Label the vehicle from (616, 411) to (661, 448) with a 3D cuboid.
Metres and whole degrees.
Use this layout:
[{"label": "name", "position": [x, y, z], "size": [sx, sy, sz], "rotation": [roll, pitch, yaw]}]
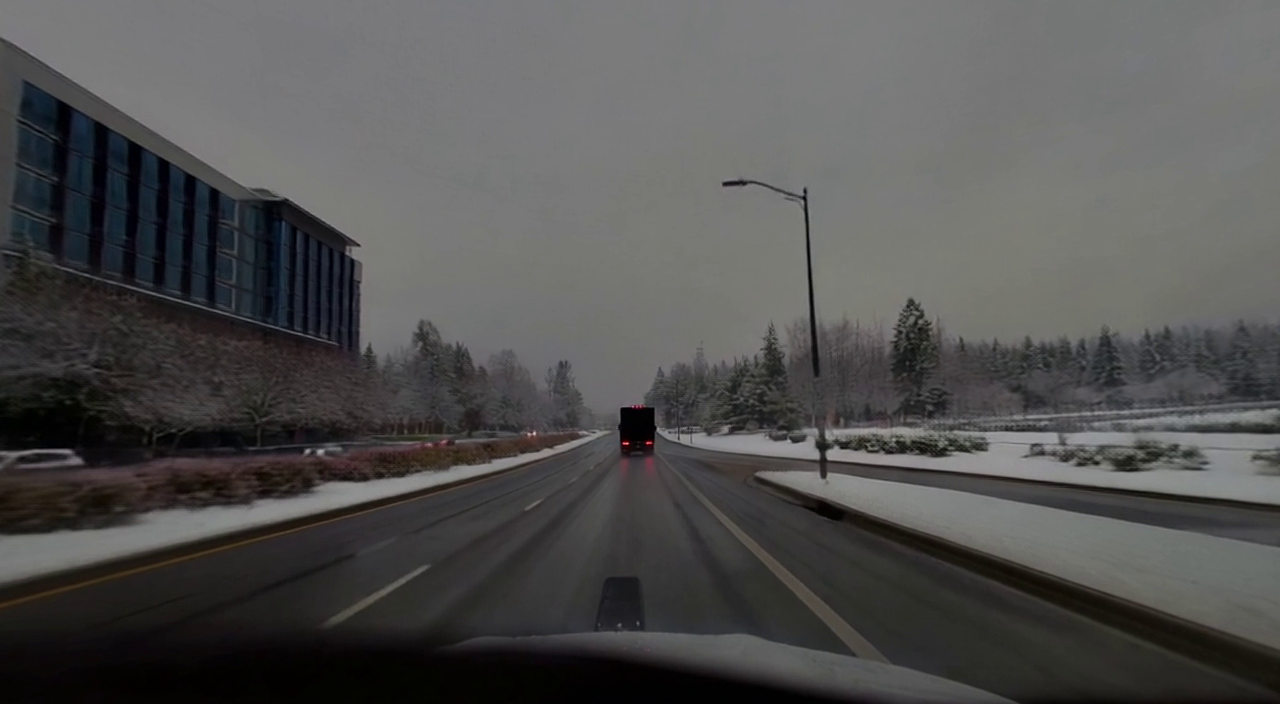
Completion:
[{"label": "vehicle", "position": [-0.176, 4.202, 33.660], "size": [2.178, 1.829, 4.932], "rotation": [0, -9, -3]}]
